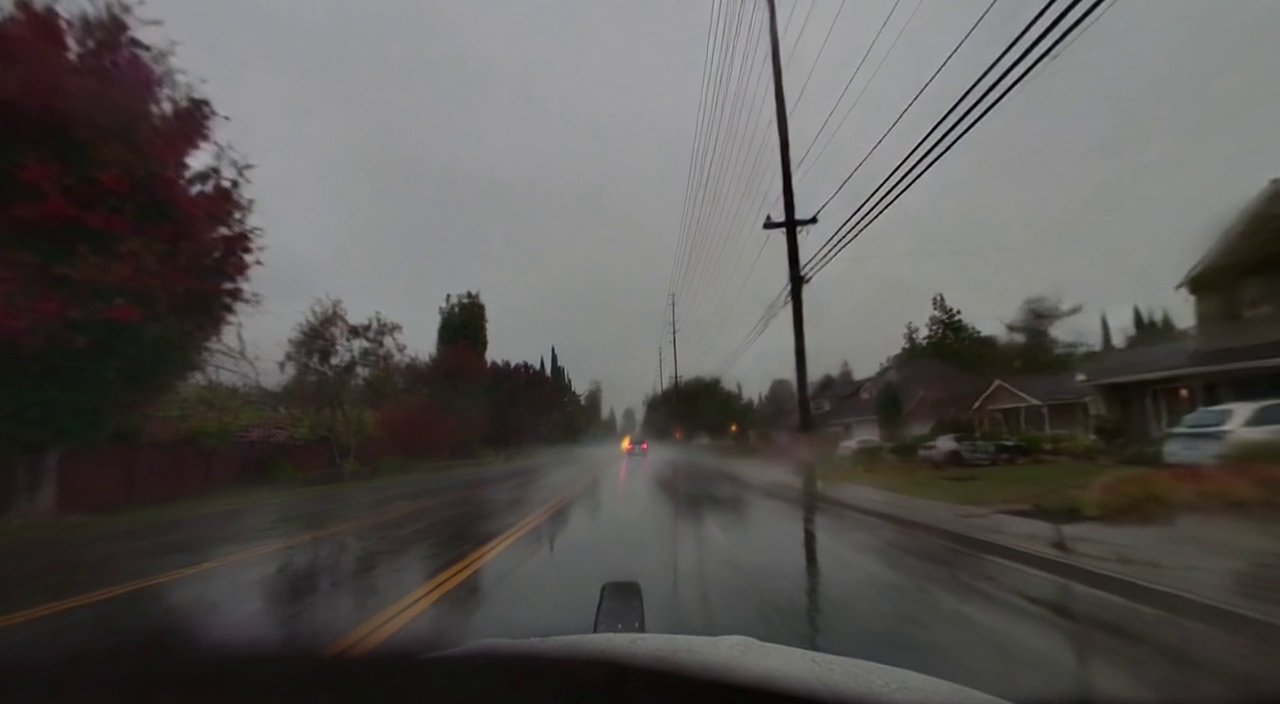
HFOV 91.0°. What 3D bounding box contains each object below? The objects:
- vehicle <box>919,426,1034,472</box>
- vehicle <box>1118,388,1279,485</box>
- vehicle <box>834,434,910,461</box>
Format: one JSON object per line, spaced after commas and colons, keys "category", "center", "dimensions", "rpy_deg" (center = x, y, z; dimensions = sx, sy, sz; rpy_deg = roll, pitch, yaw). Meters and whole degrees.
{"category": "vehicle", "center": [12.277, 3.579, 23.365], "dimensions": [1.846, 1.523, 4.492], "rpy_deg": [0, -8, 1]}
{"category": "vehicle", "center": [14.001, 1.860, 13.761], "dimensions": [5.242, 1.951, 2.066], "rpy_deg": [0, -8, 2]}
{"category": "vehicle", "center": [14.301, 5.909, 38.899], "dimensions": [3.855, 1.548, 1.937], "rpy_deg": [0, -8, -6]}
